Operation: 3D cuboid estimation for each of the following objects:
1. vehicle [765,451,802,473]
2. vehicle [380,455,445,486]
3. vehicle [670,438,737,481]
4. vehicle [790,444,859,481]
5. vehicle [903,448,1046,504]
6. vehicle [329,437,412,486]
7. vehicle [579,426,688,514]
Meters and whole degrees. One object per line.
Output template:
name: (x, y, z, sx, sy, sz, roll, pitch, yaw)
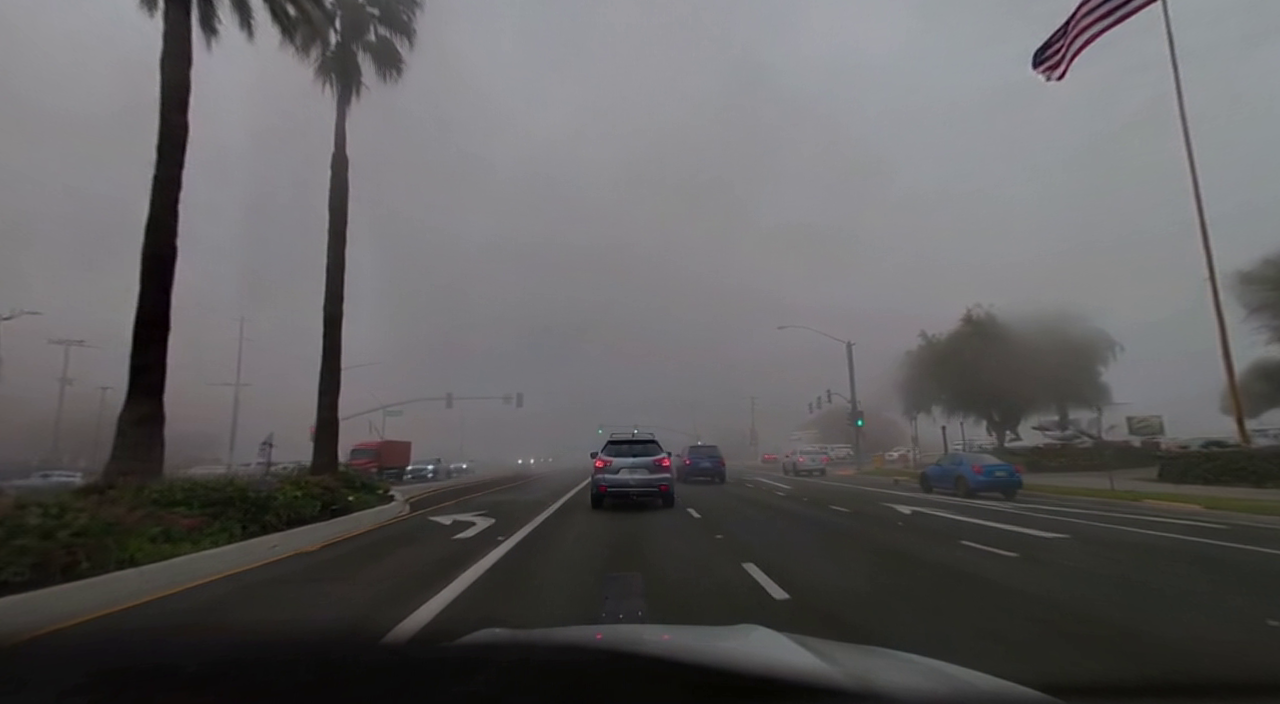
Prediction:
vehicle: (10.262, 7.895, 45.517, 1.855, 1.495, 4.143, -1, -9, 3)
vehicle: (-12.211, 6.371, 34.200, 1.965, 1.475, 4.209, 0, -9, 0)
vehicle: (3.183, 5.590, 33.271, 2.773, 2.021, 6.212, 0, -9, -1)
vehicle: (9.802, 5.877, 33.932, 2.155, 1.779, 4.582, 0, -9, -2)
vehicle: (9.918, 3.669, 19.184, 1.967, 1.485, 4.267, 0, -9, -1)
vehicle: (-19.036, 7.755, 45.130, 2.901, 3.039, 7.160, -3, -9, -1)
vehicle: (-0.188, 2.962, 16.389, 2.402, 1.938, 4.535, 0, -9, -1)
